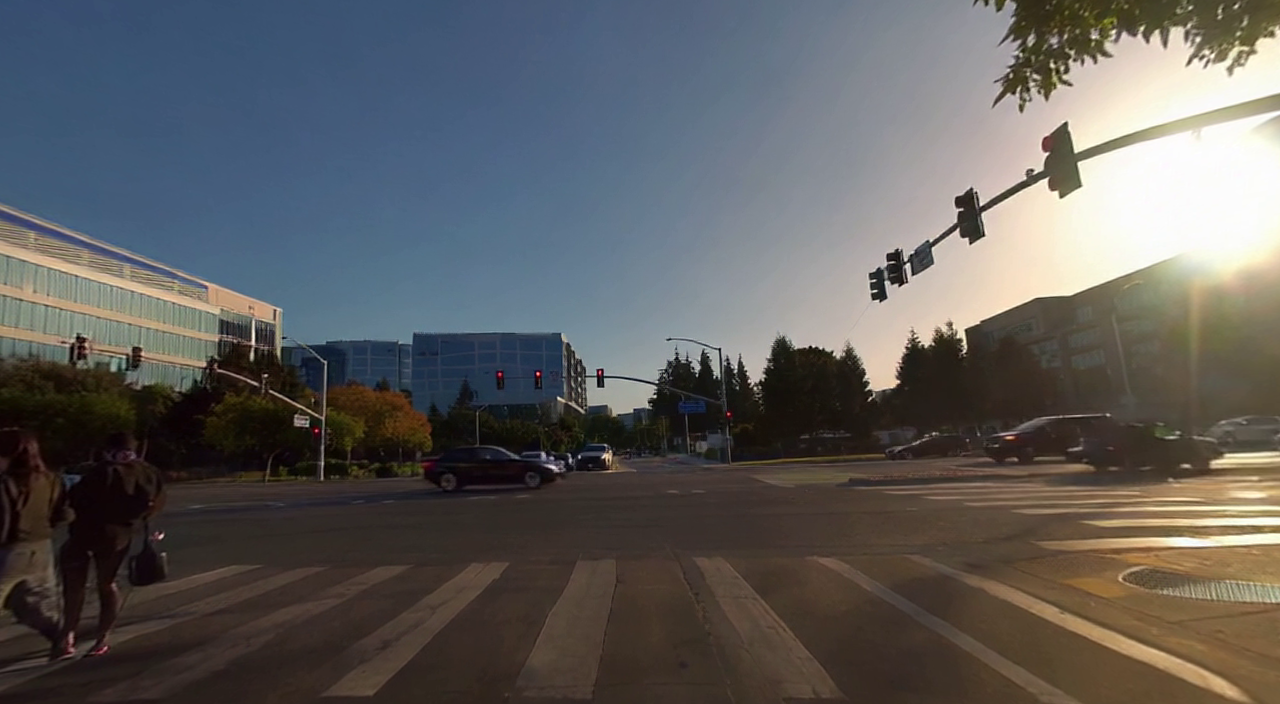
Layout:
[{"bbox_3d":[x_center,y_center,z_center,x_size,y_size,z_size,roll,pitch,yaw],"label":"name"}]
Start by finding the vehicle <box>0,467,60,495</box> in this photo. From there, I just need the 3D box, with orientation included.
[{"bbox_3d":[-39.508,8.083,39.629,4.397,1.582,1.820,-1,-9,6],"label":"vehicle"}]

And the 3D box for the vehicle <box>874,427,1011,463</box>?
[{"bbox_3d":[12.915,4.021,27.201,4.906,1.485,1.857,-1,-9,6],"label":"vehicle"}]

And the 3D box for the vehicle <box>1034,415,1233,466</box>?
[{"bbox_3d":[14.989,2.743,19.384,4.360,1.460,1.834,-1,-9,7],"label":"vehicle"}]

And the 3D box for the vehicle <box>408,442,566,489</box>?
[{"bbox_3d":[-4.948,3.703,20.727,4.650,1.448,1.892,-1,-9,7],"label":"vehicle"}]
